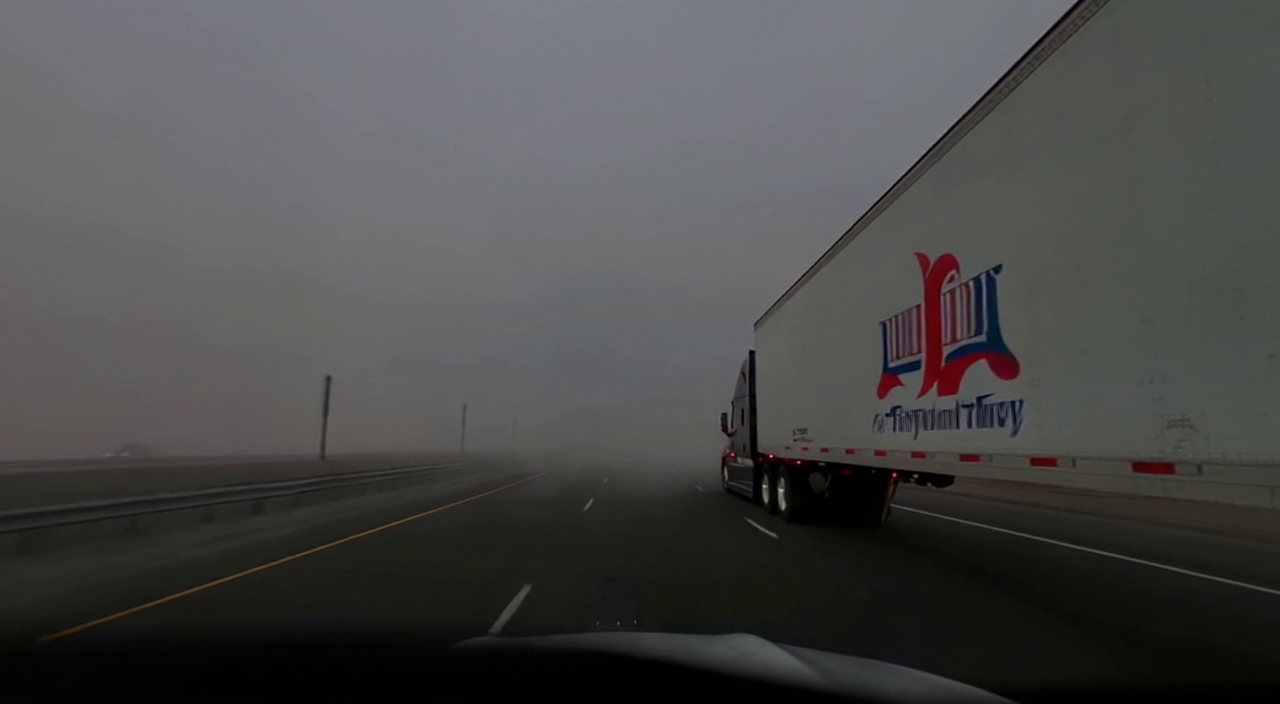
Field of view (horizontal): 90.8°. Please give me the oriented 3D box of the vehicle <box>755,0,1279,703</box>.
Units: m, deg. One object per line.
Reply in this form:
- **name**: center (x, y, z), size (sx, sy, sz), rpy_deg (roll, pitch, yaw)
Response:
- **vehicle**: center (4.007, 0.359, 7.641), size (2.962, 4.132, 12.720), rpy_deg (0, -8, 1)
